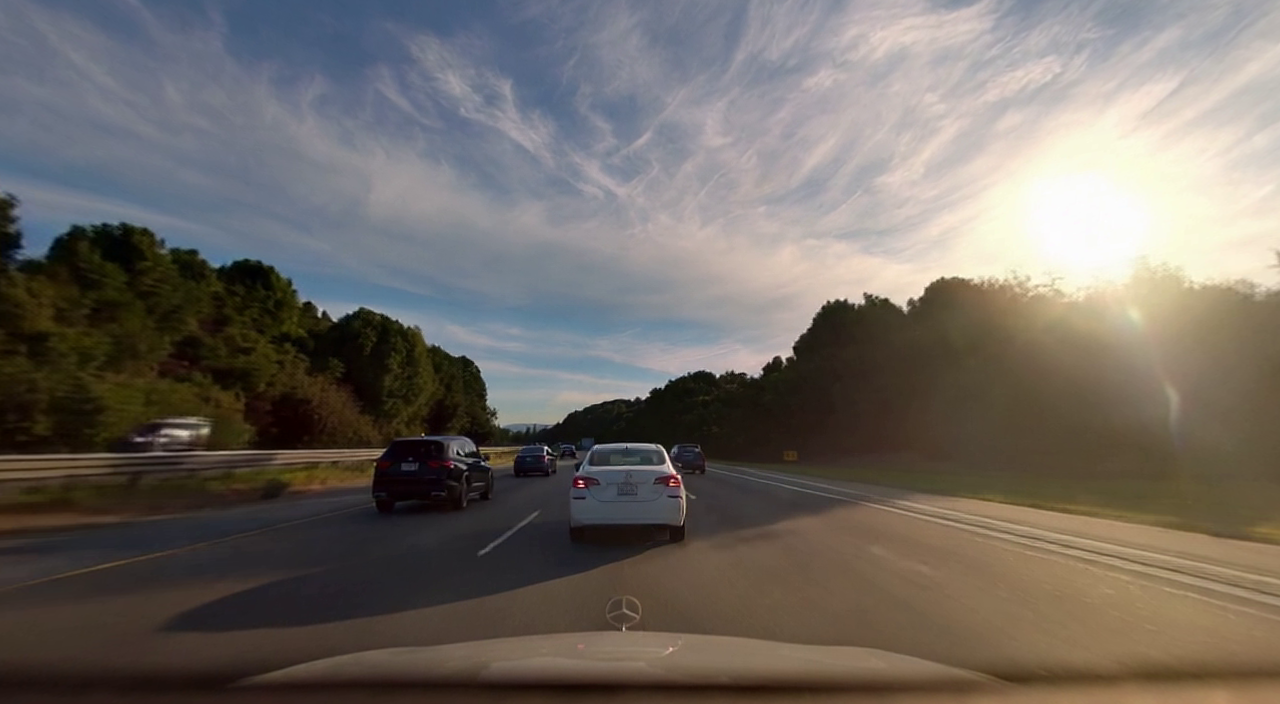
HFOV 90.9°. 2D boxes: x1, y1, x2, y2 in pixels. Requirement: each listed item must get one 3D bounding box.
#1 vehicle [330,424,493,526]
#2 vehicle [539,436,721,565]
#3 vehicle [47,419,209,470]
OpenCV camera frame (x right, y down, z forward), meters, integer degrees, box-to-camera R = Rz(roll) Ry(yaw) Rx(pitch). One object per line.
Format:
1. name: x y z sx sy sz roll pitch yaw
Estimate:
1. vehicle: -4.344 2.395 12.767 1.830 1.703 4.142 0 -9 -2
2. vehicle: -0.188 2.063 9.520 2.120 1.478 4.179 0 -9 -2
3. vehicle: -16.457 3.030 20.604 1.863 1.478 4.146 0 -9 -2
